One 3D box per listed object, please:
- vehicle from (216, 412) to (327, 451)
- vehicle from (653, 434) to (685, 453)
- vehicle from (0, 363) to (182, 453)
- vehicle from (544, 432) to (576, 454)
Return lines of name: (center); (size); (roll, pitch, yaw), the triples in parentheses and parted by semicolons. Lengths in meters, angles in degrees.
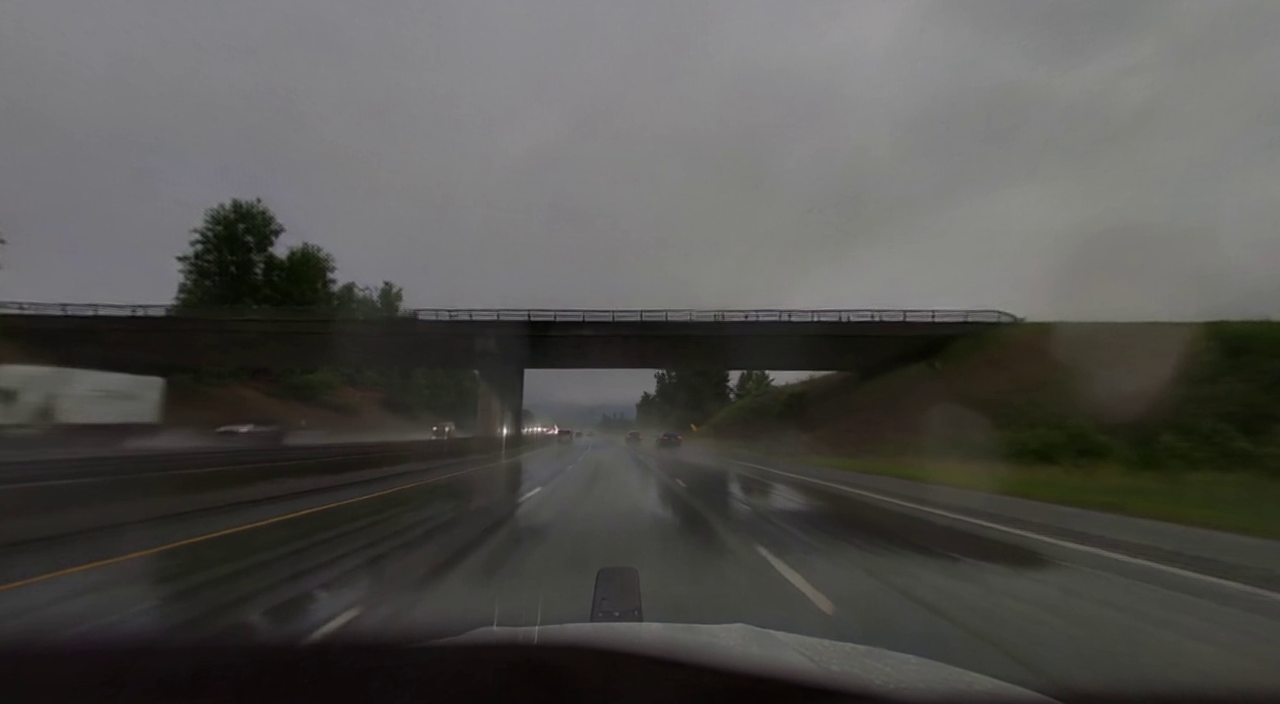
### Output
vehicle: (-14.365, 3.155, 24.776); (2.138, 1.412, 3.720); (0, -8, -1)
vehicle: (2.120, 6.820, 46.975); (1.999, 1.329, 3.913); (1, -8, -3)
vehicle: (-21.957, 2.315, 24.277); (2.834, 2.938, 7.747); (0, -8, -2)
vehicle: (-5.700, 6.554, 45.409); (1.966, 1.460, 3.519); (0, -8, -2)
